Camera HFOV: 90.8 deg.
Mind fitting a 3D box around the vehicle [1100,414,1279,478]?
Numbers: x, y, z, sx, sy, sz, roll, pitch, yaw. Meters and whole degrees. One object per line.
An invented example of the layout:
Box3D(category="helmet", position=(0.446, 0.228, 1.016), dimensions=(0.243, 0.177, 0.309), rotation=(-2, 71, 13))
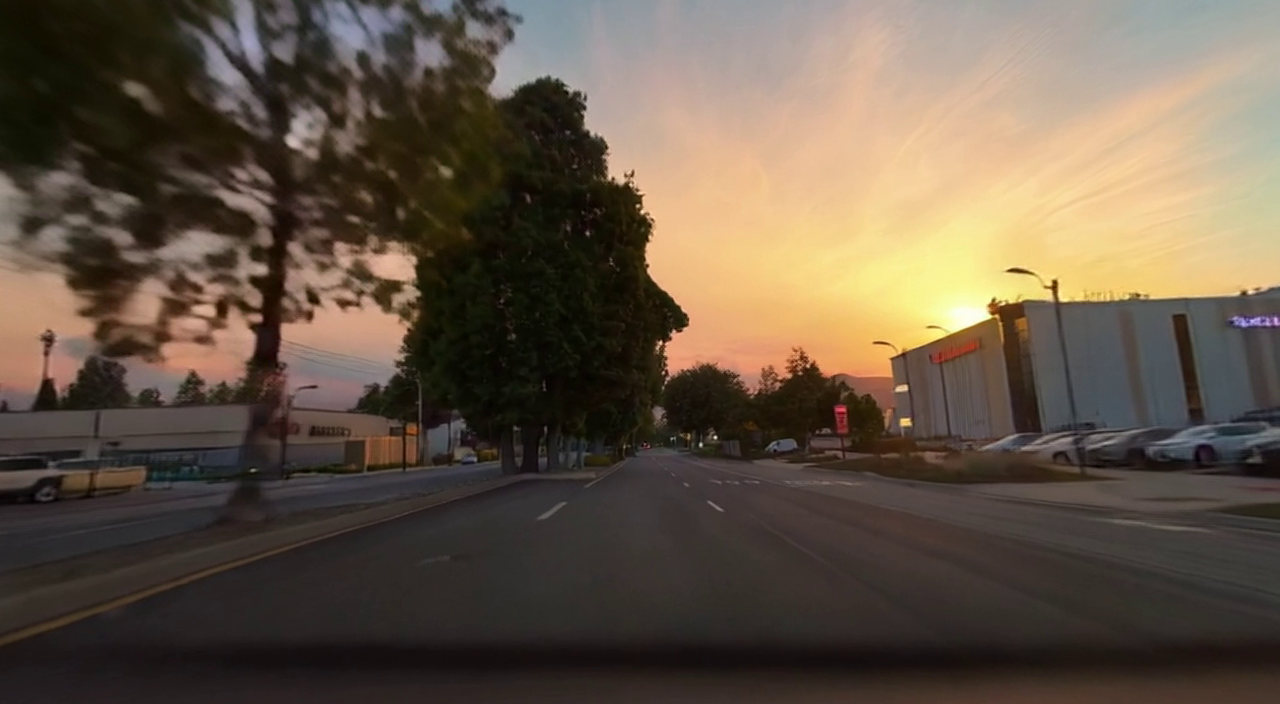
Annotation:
Box3D(category="vehicle", position=(20.237, 3.443, 23.127), dimensions=(5.006, 1.943, 1.994), rotation=(-3, -9, 0))

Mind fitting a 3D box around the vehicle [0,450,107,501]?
Box3D(category="vehicle", position=(-25.074, 4.950, 25.255), dimensions=(5.166, 1.832, 2.213), rotation=(0, -9, -15))

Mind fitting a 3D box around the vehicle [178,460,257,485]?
Box3D(category="vehicle", position=(-29.001, 8.256, 43.591), dimensions=(1.864, 1.502, 4.731), rotation=(-1, -9, 6))

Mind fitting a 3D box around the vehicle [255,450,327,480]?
Box3D(category="vehicle", position=(-24.950, 8.051, 45.083), dimensions=(5.468, 1.809, 2.141), rotation=(-9, -10, 32))
